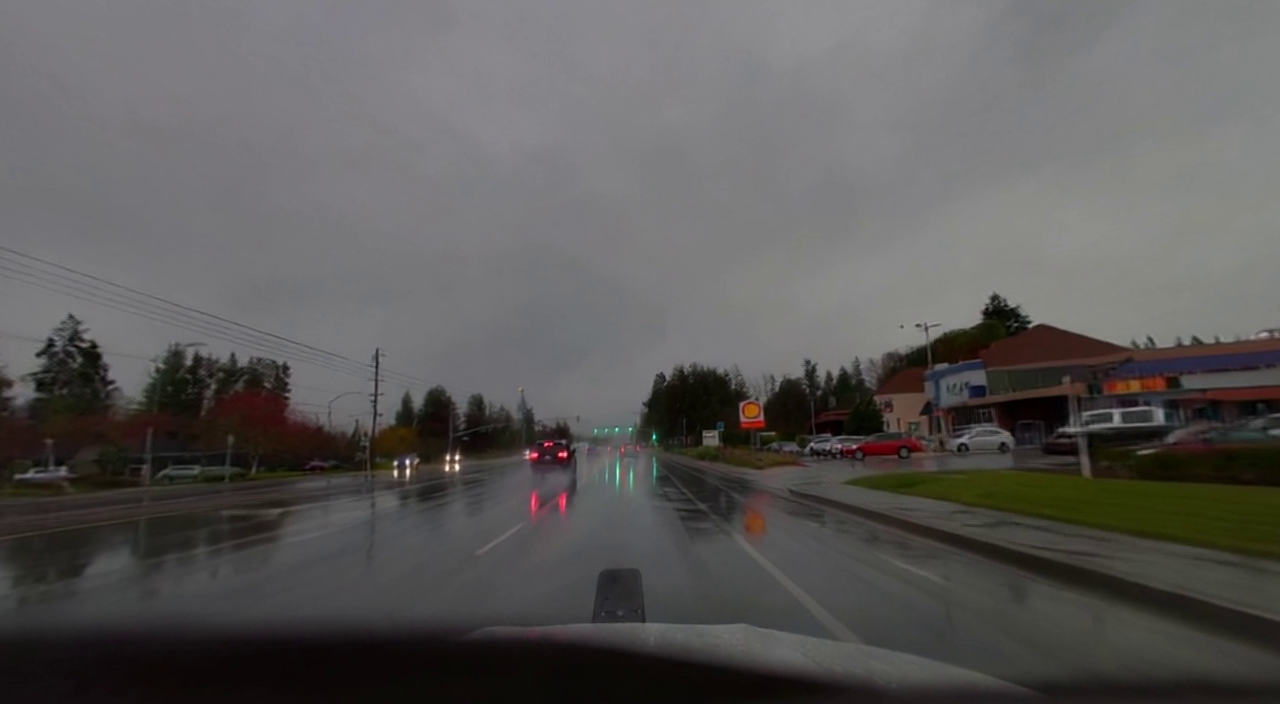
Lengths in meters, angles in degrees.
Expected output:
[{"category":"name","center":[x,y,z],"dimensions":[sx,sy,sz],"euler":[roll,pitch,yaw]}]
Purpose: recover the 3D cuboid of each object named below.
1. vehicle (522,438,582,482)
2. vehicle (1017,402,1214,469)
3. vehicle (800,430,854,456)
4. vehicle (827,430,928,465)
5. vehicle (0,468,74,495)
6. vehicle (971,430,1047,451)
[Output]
[{"category":"vehicle","center":[-3.786,4.743,27.969],"dimensions":[1.985,1.772,4.479],"euler":[-1,-9,0]},{"category":"vehicle","center":[14.336,2.645,19.585],"dimensions":[2.041,1.793,5.054],"euler":[0,-9,-2]},{"category":"vehicle","center":[14.103,6.818,47.641],"dimensions":[3.562,1.693,1.876],"euler":[2,-5,-27]},{"category":"vehicle","center":[12.903,5.212,34.556],"dimensions":[4.612,1.491,2.061],"euler":[-5,-8,1]},{"category":"vehicle","center":[-44.385,9.372,46.054],"dimensions":[1.947,1.712,4.853],"euler":[0,-9,-3]},{"category":"vehicle","center":[27.334,6.577,46.904],"dimensions":[4.457,1.449,1.833],"euler":[-2,-8,5]}]
